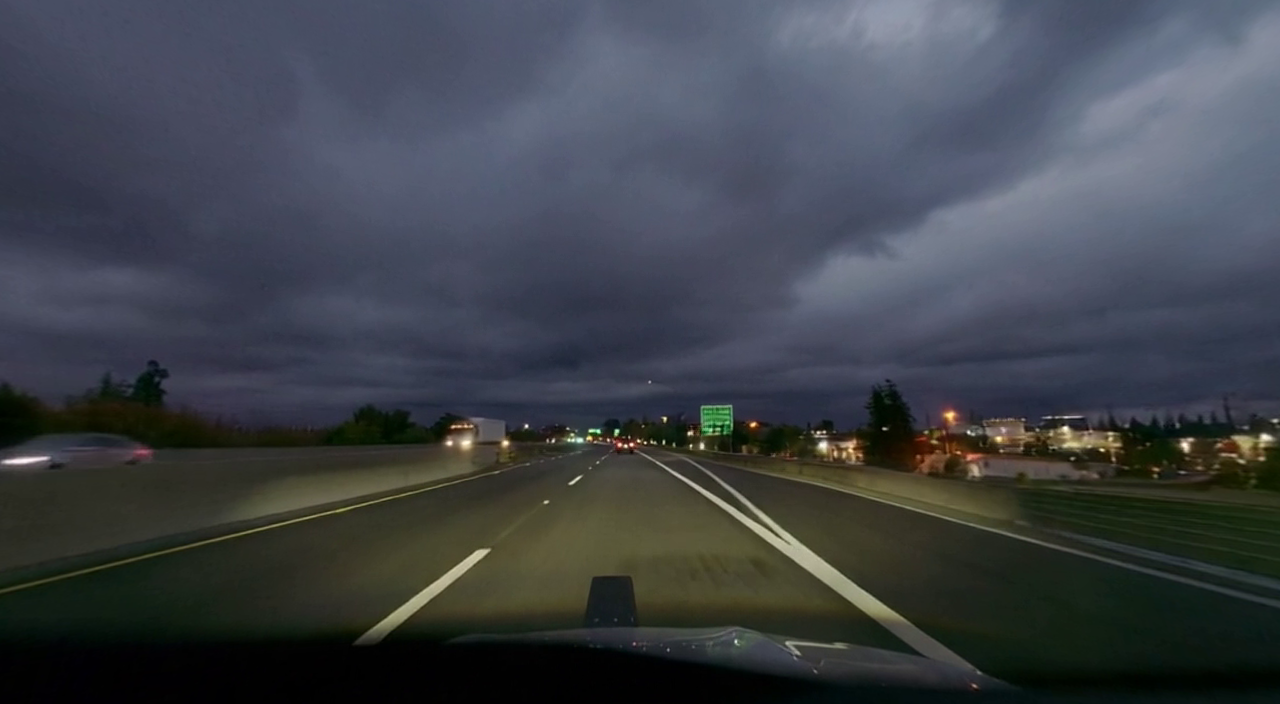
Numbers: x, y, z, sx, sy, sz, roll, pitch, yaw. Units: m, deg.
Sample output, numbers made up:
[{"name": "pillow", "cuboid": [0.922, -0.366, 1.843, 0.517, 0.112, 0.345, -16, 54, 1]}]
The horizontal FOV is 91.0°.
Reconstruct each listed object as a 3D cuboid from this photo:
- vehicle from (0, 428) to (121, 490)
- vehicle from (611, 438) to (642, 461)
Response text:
[{"name": "vehicle", "cuboid": [-16.268, 2.777, 16.488, 1.913, 1.476, 4.020, 0, -8, -1]}, {"name": "vehicle", "cuboid": [-0.991, 6.846, 44.261, 2.099, 1.504, 3.843, 0, -8, -2]}]
